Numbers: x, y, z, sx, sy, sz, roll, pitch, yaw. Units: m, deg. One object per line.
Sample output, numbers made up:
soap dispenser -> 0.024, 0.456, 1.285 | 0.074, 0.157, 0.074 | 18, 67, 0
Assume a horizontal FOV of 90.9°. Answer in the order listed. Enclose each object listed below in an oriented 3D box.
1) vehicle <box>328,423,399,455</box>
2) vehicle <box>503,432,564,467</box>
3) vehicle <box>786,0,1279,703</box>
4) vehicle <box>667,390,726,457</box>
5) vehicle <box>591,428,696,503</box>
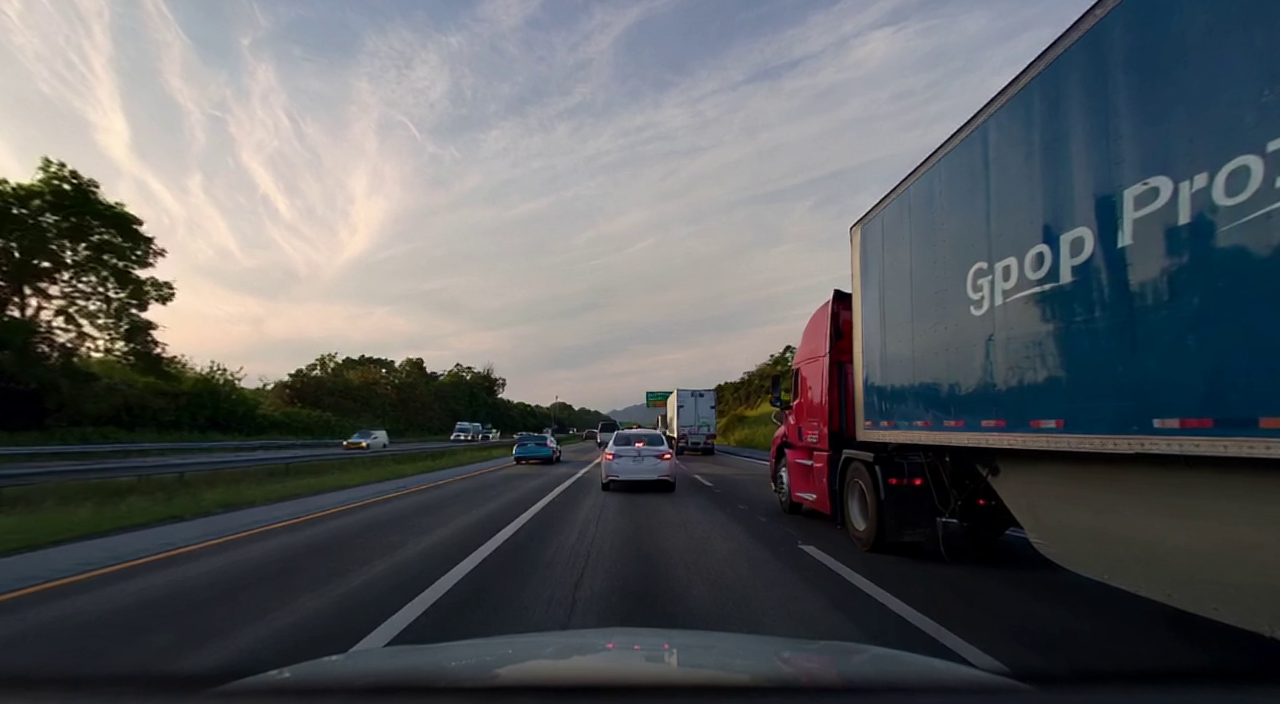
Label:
vehicle -> -19.268, 6.074, 44.235 | 2.338, 2.020, 5.417 | 0, -7, 2
vehicle -> -4.666, 4.322, 28.326 | 1.983, 1.434, 4.451 | 0, -8, 0
vehicle -> 4.142, -0.140, 4.225 | 2.816, 4.070, 14.136 | 0, -8, -1
vehicle -> 3.701, 5.237, 45.237 | 2.869, 4.067, 13.731 | 0, -8, -1
vehicle -> 0.021, 2.440, 14.062 | 2.021, 1.435, 3.611 | 0, -8, -2
